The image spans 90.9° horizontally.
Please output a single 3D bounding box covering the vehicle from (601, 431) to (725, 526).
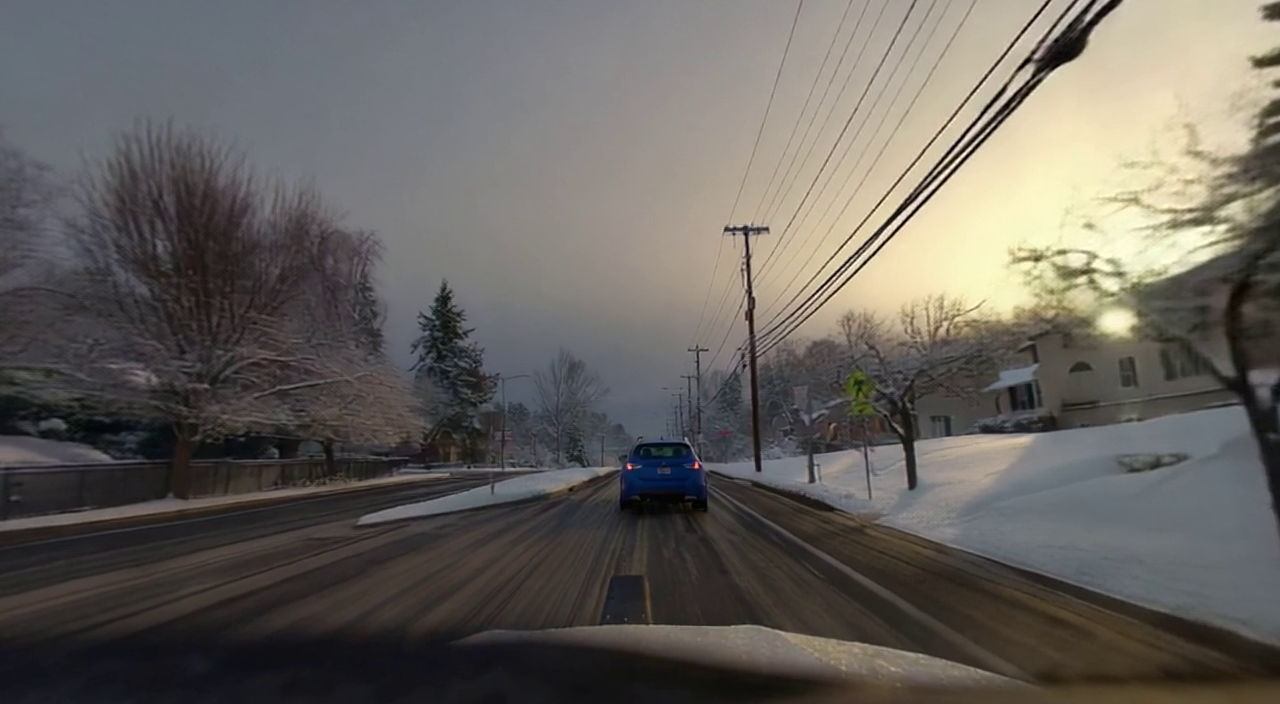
[{"bbox_3d":[0.408,2.573,13.344,2.200,1.653,4.127,0,-9,0],"label":"vehicle"}]
